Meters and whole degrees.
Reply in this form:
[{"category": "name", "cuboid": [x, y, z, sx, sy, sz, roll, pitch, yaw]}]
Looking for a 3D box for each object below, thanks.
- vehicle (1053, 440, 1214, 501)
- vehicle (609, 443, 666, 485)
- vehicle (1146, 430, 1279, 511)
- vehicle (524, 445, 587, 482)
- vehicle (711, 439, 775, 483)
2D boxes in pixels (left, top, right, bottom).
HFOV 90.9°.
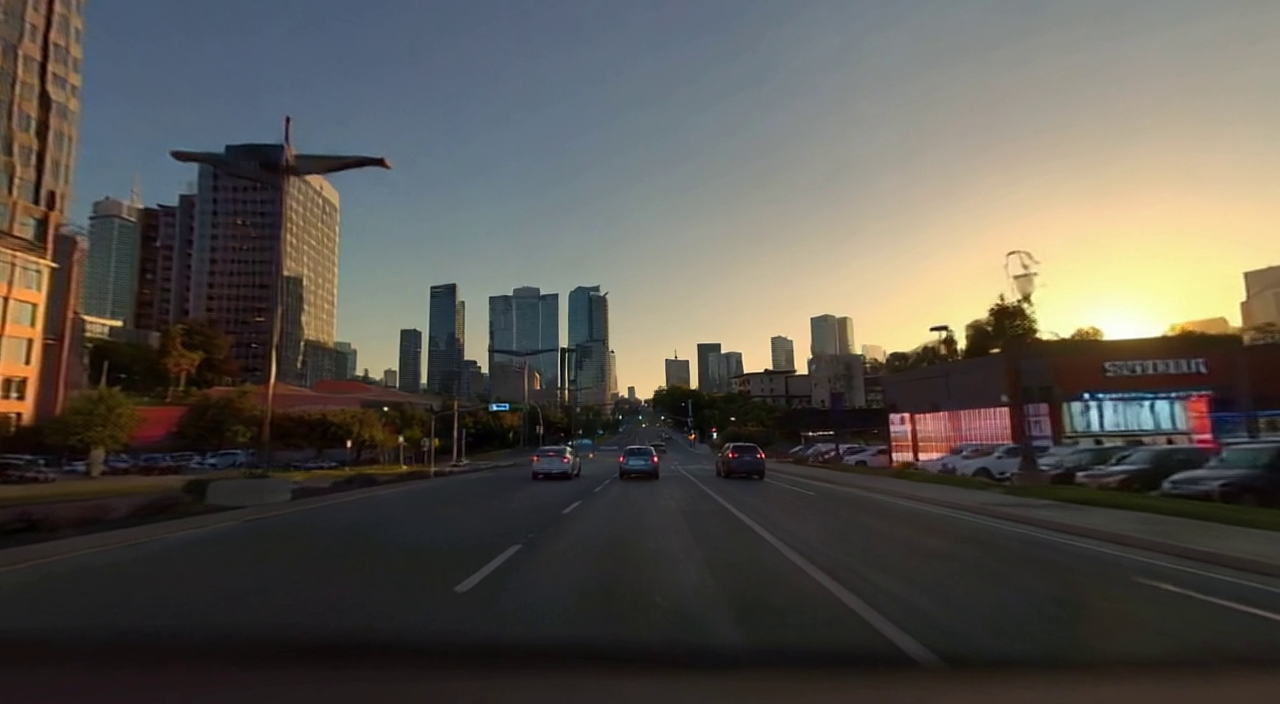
[{"category": "vehicle", "cuboid": [13.726, 3.245, 17.531, 3.892, 1.447, 1.956, 3, -10, -28]}, {"category": "vehicle", "cuboid": [-0.082, 4.404, 25.037, 2.059, 1.477, 3.988, -1, -9, 0]}, {"category": "vehicle", "cuboid": [14.209, 2.708, 14.887, 4.172, 1.648, 1.922, 4, -10, -29]}, {"category": "vehicle", "cuboid": [-3.613, 4.870, 27.809, 2.029, 1.482, 4.591, -1, -9, 2]}, {"category": "vehicle", "cuboid": [4.281, 4.604, 26.915, 2.007, 1.683, 4.171, 0, -9, 0]}]
